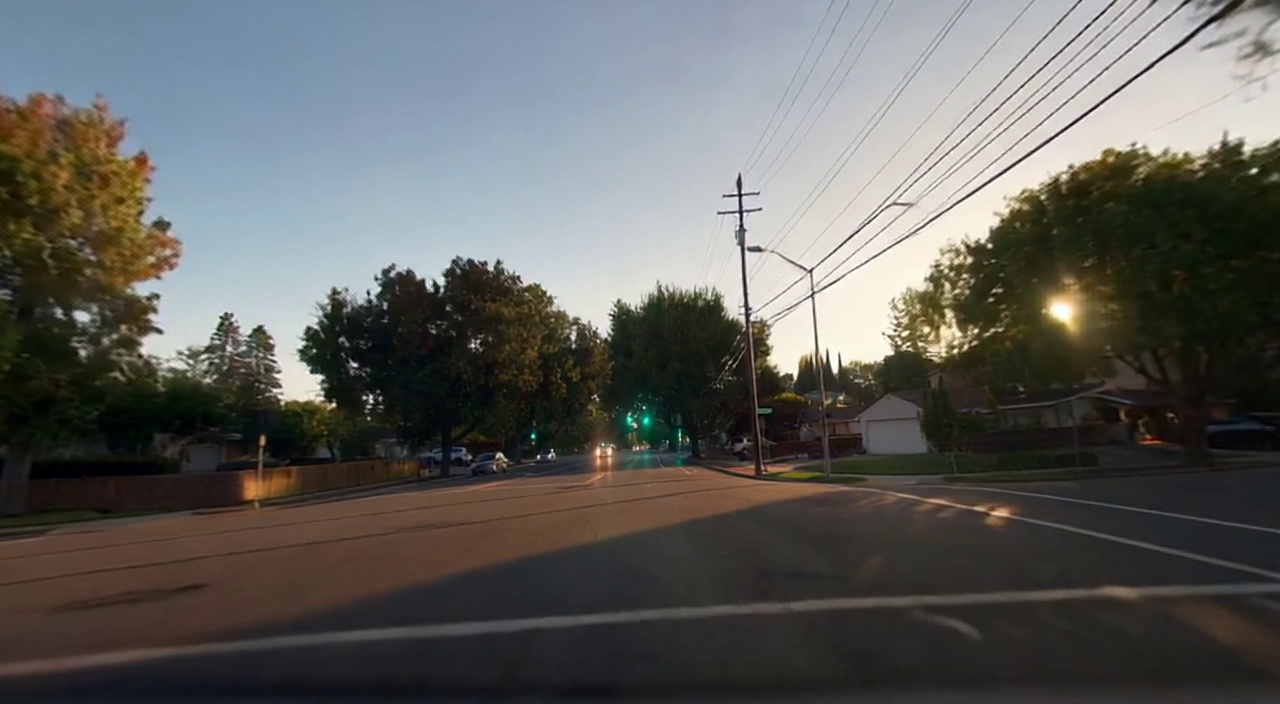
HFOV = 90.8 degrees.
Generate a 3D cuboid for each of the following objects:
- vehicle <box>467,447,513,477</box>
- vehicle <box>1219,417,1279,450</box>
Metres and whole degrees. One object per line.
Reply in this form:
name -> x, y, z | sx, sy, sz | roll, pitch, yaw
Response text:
vehicle -> -10.823, 7.920, 45.840 | 2.024, 1.795, 5.054 | -6, -8, -1
vehicle -> 34.305, 4.389, 33.910 | 2.031, 1.661, 4.509 | 0, -8, -3
